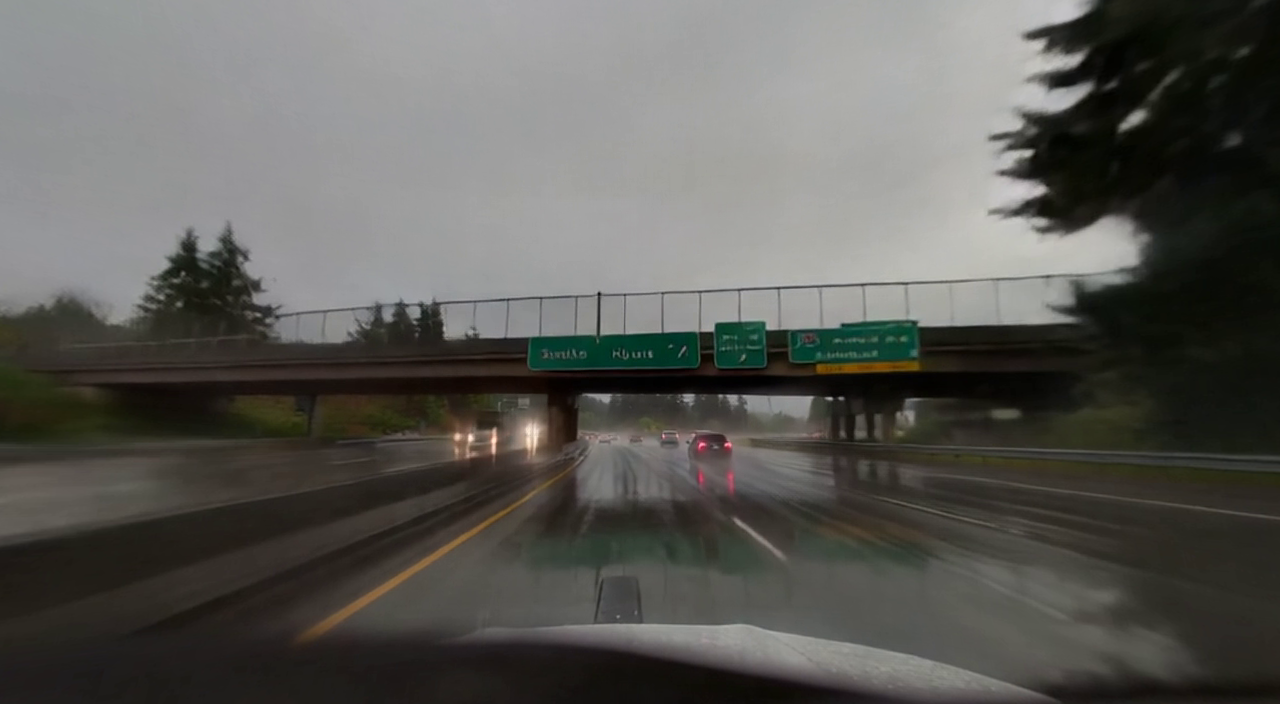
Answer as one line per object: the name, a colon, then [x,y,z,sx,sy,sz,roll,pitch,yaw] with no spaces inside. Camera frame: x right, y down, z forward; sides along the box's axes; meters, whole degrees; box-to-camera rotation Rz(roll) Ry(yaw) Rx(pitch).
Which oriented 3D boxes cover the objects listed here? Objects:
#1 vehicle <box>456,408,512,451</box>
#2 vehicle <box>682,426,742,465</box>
vehicle: [-10.439,5.279,42.846,2.262,2.615,7.071,0,-7,-2]
vehicle: [3.020,4.011,27.255,1.938,1.578,3.764,0,-7,-3]
